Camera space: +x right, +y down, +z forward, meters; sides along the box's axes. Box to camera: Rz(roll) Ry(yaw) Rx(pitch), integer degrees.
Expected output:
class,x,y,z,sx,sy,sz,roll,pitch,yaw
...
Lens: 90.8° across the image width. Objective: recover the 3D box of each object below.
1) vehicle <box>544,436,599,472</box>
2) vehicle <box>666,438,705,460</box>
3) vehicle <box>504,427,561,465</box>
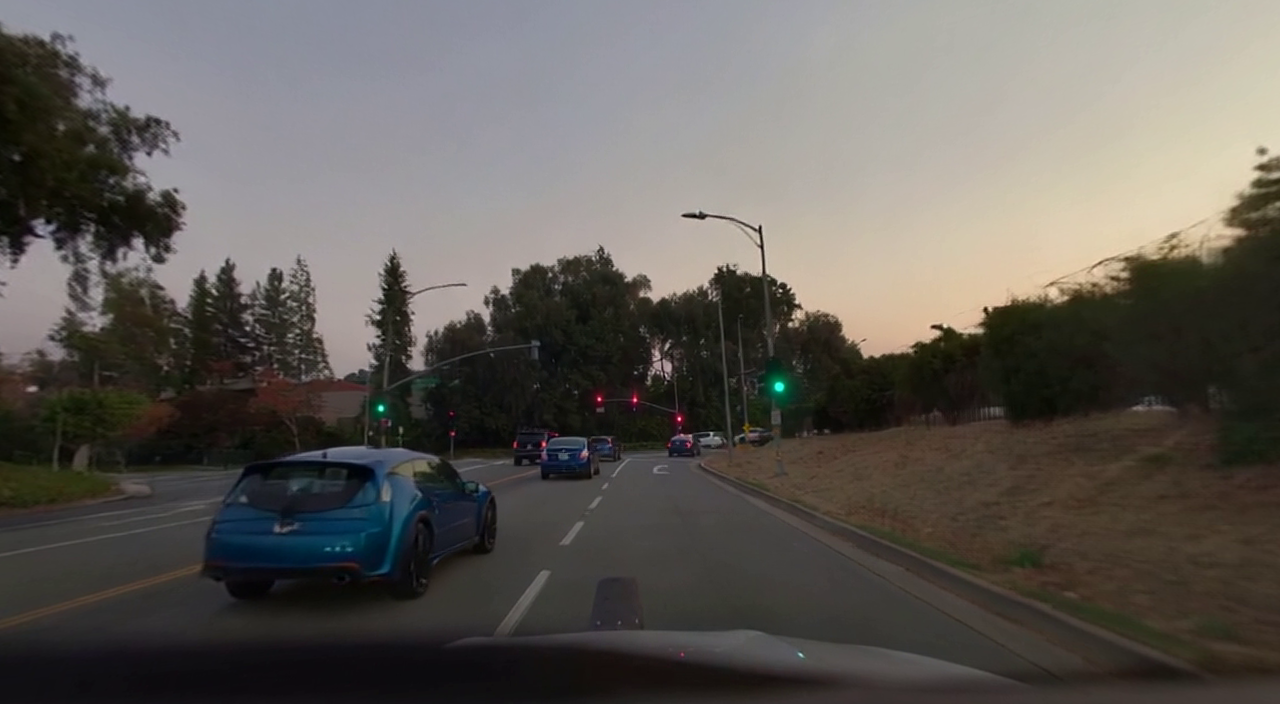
class,x,y,z,sx,sy,sz,roll,pitch,yaw
vehicle,-2.997,4.591,28.537,1.979,1.492,3.930,0,-9,1
vehicle,3.079,6.455,42.104,1.945,1.410,4.284,-2,-9,13
vehicle,-6.139,5.484,36.786,2.390,2.020,5.085,0,-9,0
